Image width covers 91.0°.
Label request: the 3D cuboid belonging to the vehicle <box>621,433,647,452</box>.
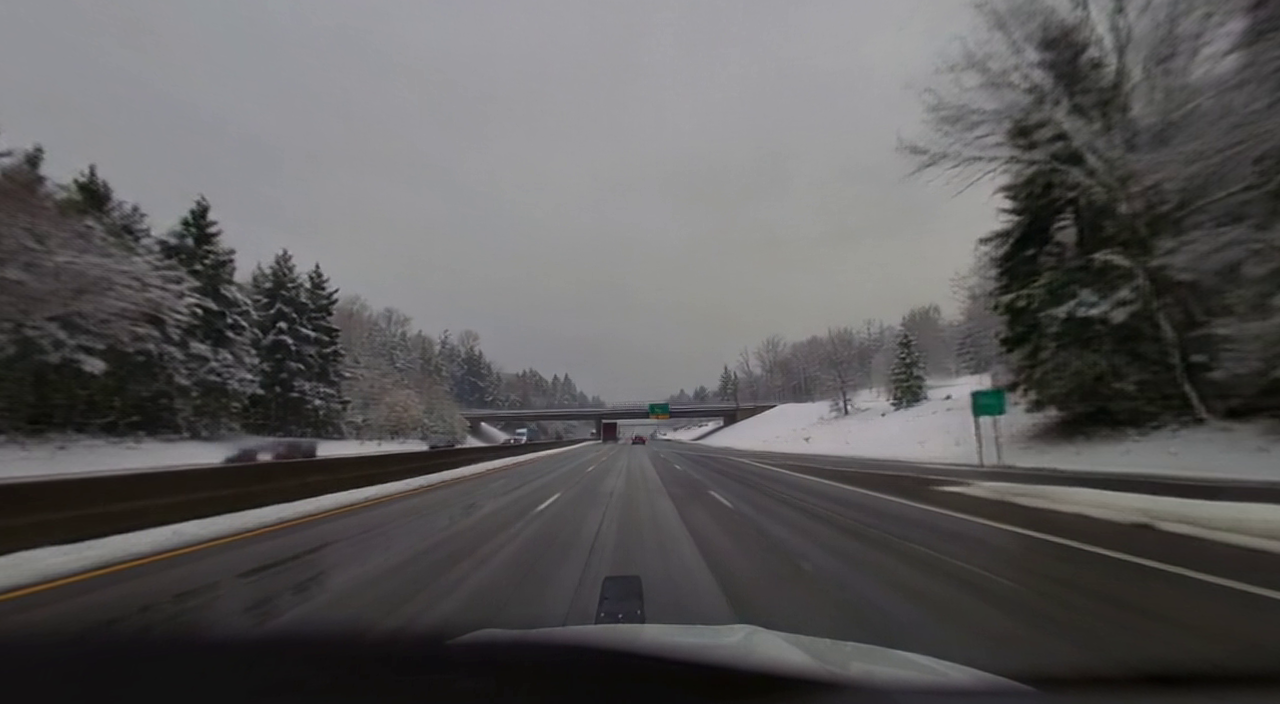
[{"bbox_3d":[-0.547,7.108,49.518,1.952,1.438,3.702,0,-8,-2],"label":"vehicle"}]
